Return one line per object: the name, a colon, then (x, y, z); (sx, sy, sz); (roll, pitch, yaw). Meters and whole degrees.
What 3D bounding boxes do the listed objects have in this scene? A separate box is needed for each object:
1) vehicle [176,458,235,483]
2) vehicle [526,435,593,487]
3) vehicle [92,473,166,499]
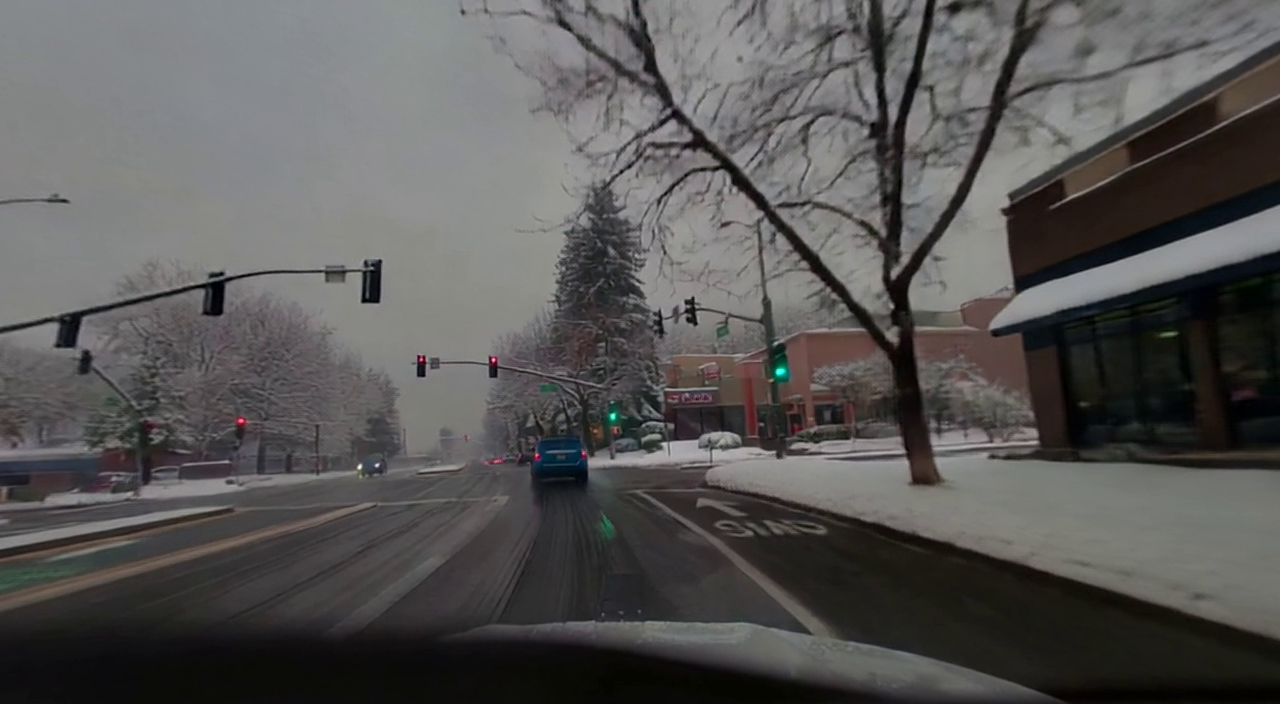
vehicle: (-32.476, 8.868, 47.364); (2.142, 1.671, 4.083); (1, -8, -11)
vehicle: (-3.085, 4.010, 23.524); (2.227, 1.733, 3.930); (1, -8, -11)
vehicle: (-35.861, 9.396, 44.481); (2.004, 1.479, 4.230); (1, -8, -7)
